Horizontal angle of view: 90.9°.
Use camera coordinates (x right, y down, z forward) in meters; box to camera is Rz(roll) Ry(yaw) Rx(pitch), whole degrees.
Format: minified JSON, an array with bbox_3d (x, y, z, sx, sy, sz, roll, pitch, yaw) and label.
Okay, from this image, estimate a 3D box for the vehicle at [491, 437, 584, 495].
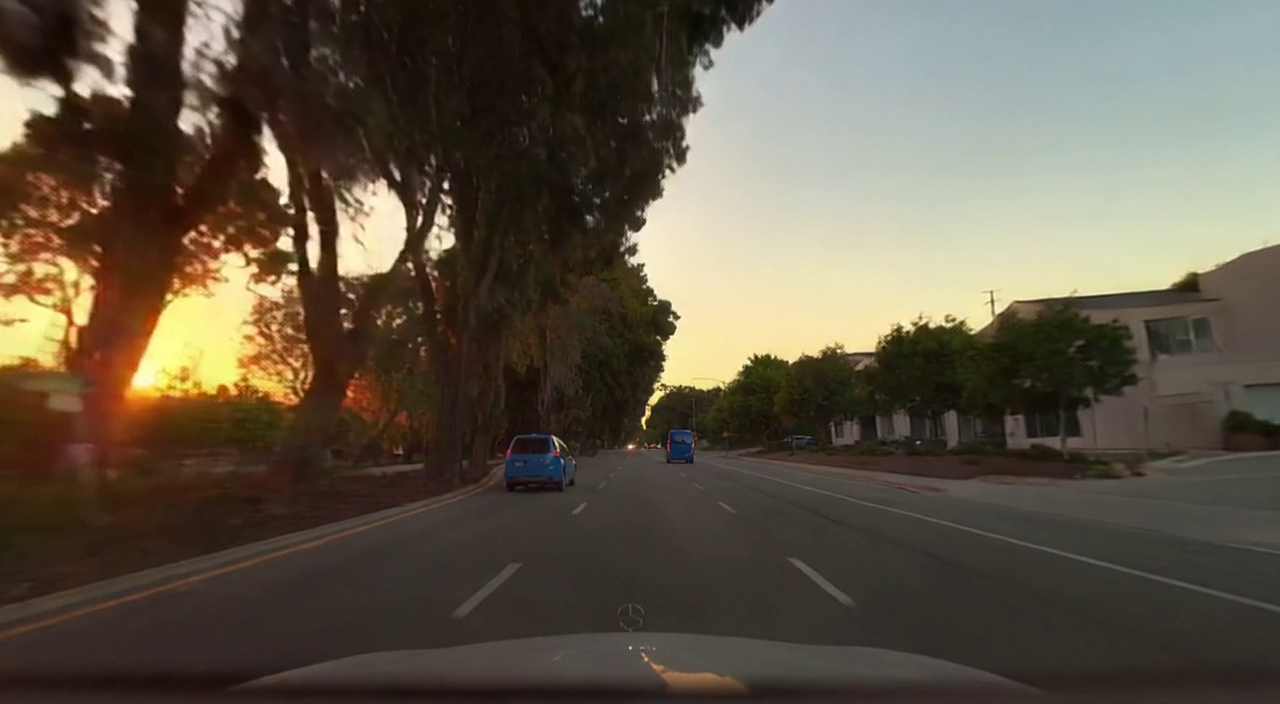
[{"bbox_3d":[-3.085,3.560,20.083,2.129,1.602,4.532,0,-8,1],"label":"vehicle"}]
